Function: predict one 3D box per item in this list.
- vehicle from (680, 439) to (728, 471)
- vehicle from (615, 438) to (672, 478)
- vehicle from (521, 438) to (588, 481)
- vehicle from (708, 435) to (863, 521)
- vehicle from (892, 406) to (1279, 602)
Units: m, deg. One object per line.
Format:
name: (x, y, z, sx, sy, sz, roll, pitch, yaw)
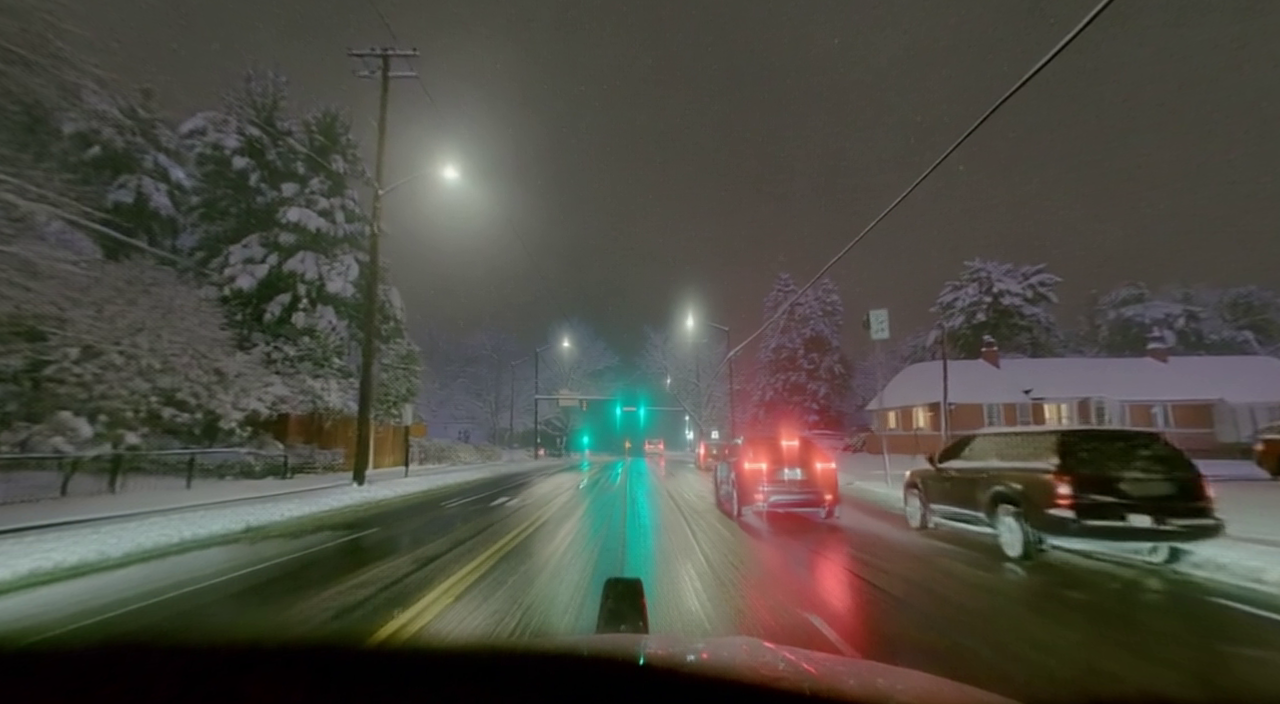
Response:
vehicle: (3.172, 5.205, 32.025, 1.943, 1.484, 4.030, 0, -8, -1)
vehicle: (0.104, 4.212, 25.314, 2.101, 1.467, 4.210, 0, -8, 0)
vehicle: (-3.256, 4.200, 24.964, 2.012, 1.505, 4.205, 0, -8, 1)
vehicle: (2.790, 2.522, 13.287, 2.158, 1.483, 4.415, 0, -8, -1)
vehicle: (5.675, 1.877, 8.877, 2.277, 1.850, 4.717, 4, -8, -1)
